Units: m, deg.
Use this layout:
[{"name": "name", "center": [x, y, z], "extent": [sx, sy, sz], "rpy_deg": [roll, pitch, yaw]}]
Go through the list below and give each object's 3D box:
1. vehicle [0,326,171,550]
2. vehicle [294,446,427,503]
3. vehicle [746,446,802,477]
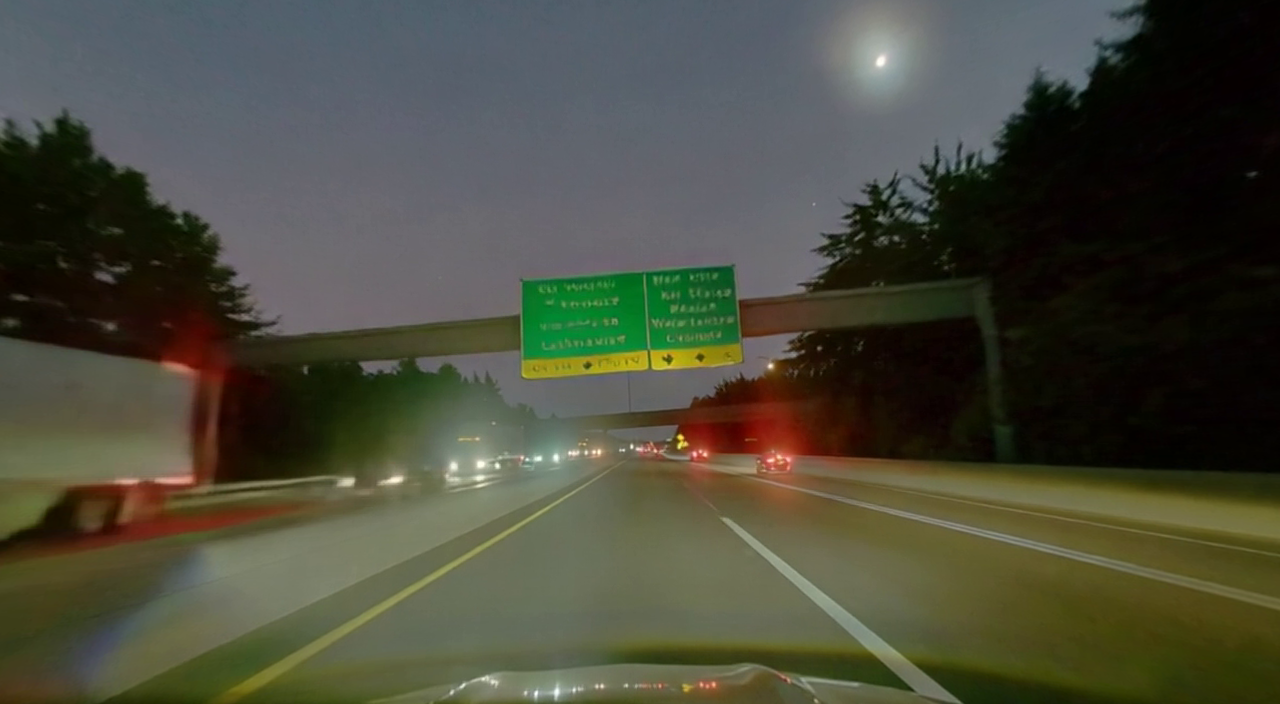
[{"name": "vehicle", "center": [-13.279, 1.078, 8.425], "extent": [3.133, 4.027, 14.079], "rpy_deg": [0, -9, 0]}, {"name": "vehicle", "center": [-8.628, 3.818, 20.028], "extent": [2.081, 1.569, 4.607], "rpy_deg": [0, -9, 0]}, {"name": "vehicle", "center": [6.847, 5.635, 32.612], "extent": [1.987, 1.473, 4.244], "rpy_deg": [0, -9, 0]}]
